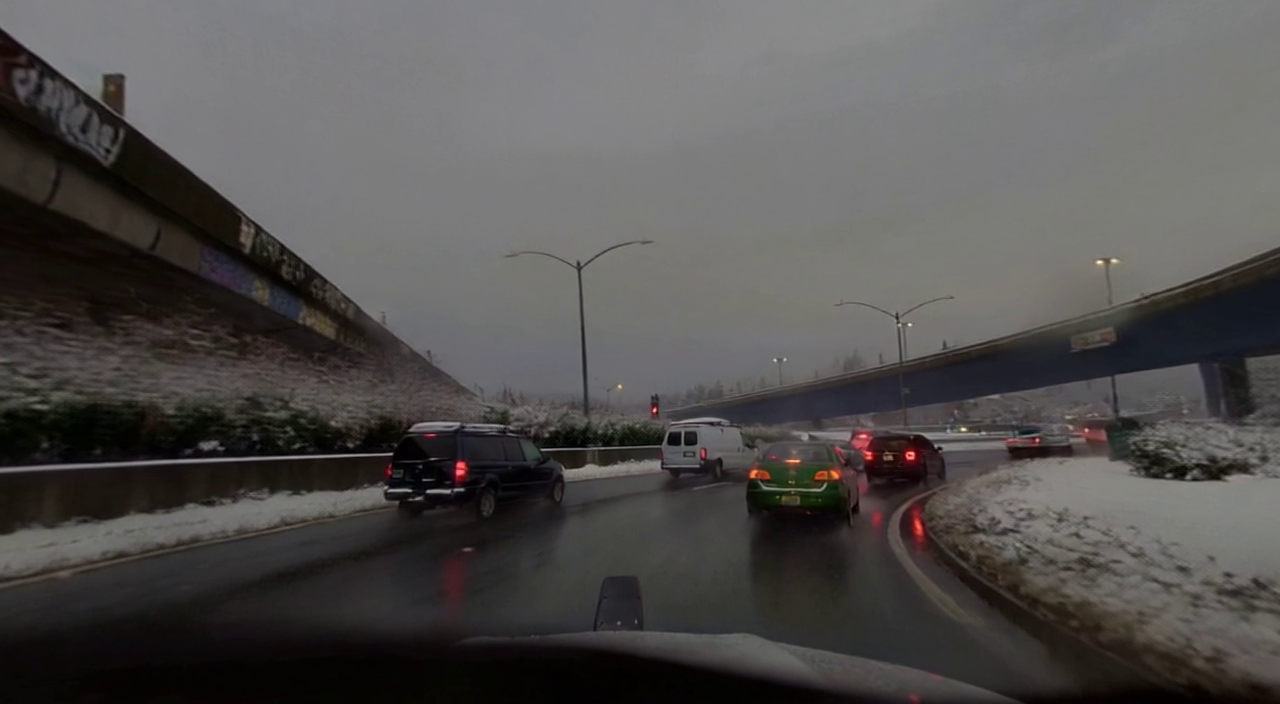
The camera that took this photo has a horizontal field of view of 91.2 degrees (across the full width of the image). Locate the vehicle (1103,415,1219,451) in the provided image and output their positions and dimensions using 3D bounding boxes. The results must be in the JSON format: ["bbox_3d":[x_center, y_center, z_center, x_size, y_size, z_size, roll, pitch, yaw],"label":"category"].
[{"bbox_3d":[22.761,3.569,27.434,3.934,1.485,1.763,2,-9,-14],"label":"vehicle"}]

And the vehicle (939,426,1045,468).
[{"bbox_3d":[13.546,3.648,24.070,3.902,1.446,1.780,5,-10,-32],"label":"vehicle"}]

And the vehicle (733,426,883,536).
[{"bbox_3d":[3.065,2.126,10.883,2.064,1.515,3.722,-4,-10,21],"label":"vehicle"}]

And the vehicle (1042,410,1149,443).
[{"bbox_3d":[23.716,3.923,32.704,4.309,1.613,1.909,1,-9,-9],"label":"vehicle"}]

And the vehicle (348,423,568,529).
[{"bbox_3d":[-3.035,2.184,11.528,1.921,1.554,4.081,-3,-9,17],"label":"vehicle"}]

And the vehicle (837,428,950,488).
[{"bbox_3d":[7.455,3.035,18.198,1.830,1.519,4.253,-7,-11,38],"label":"vehicle"}]

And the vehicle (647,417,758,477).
[{"bbox_3d":[2.200,3.210,21.168,1.835,1.825,4.005,-7,-11,37],"label":"vehicle"}]
